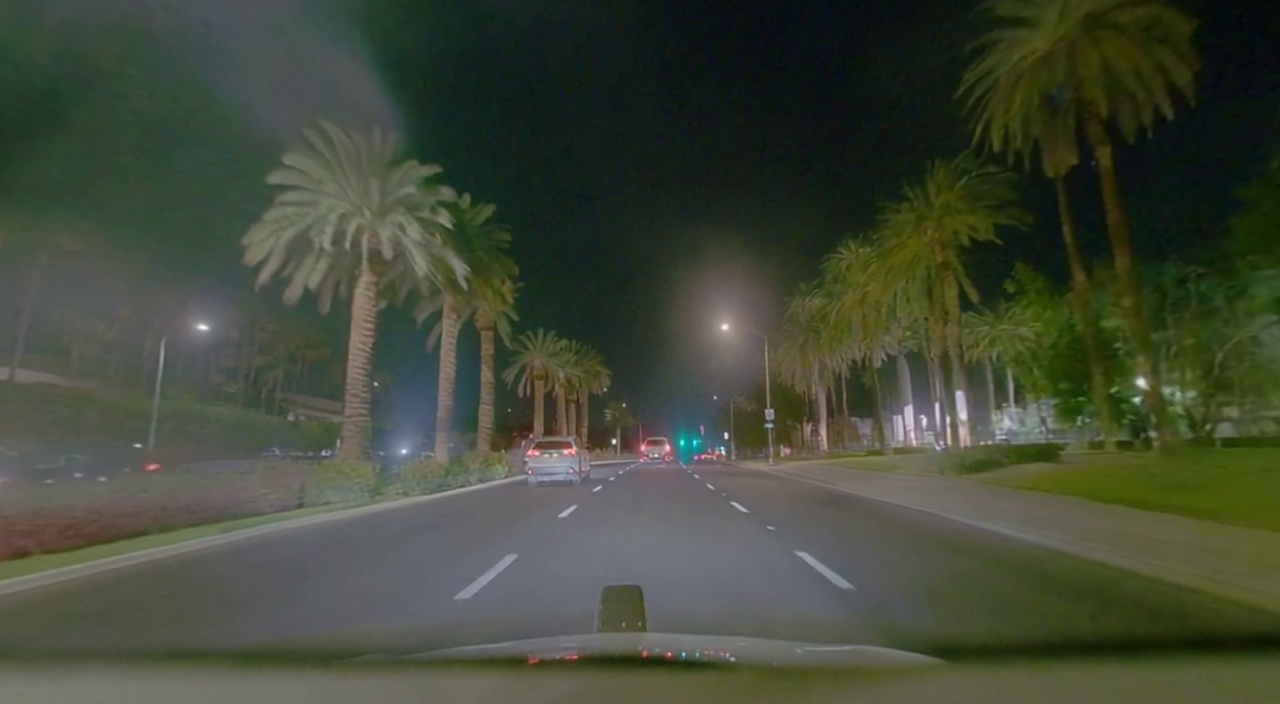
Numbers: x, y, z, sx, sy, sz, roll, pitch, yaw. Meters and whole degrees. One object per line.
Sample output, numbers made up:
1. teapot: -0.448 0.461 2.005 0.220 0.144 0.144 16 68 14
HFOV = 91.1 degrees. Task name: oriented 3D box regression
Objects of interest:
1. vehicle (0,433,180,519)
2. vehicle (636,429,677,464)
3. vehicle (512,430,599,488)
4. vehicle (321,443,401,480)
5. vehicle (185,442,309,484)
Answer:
1. vehicle: -15.654 3.128 16.418 2.557 1.912 5.960 0 -8 2
2. vehicle: 1.368 7.351 48.672 2.758 2.550 4.206 0 -9 7
3. vehicle: -2.857 3.745 22.337 2.188 1.819 4.667 0 -8 3
4. vehicle: -15.774 6.180 35.800 2.142 1.913 4.745 0 -8 3
5. vehicle: -20.117 5.685 32.616 2.425 1.960 5.936 0 -8 2
